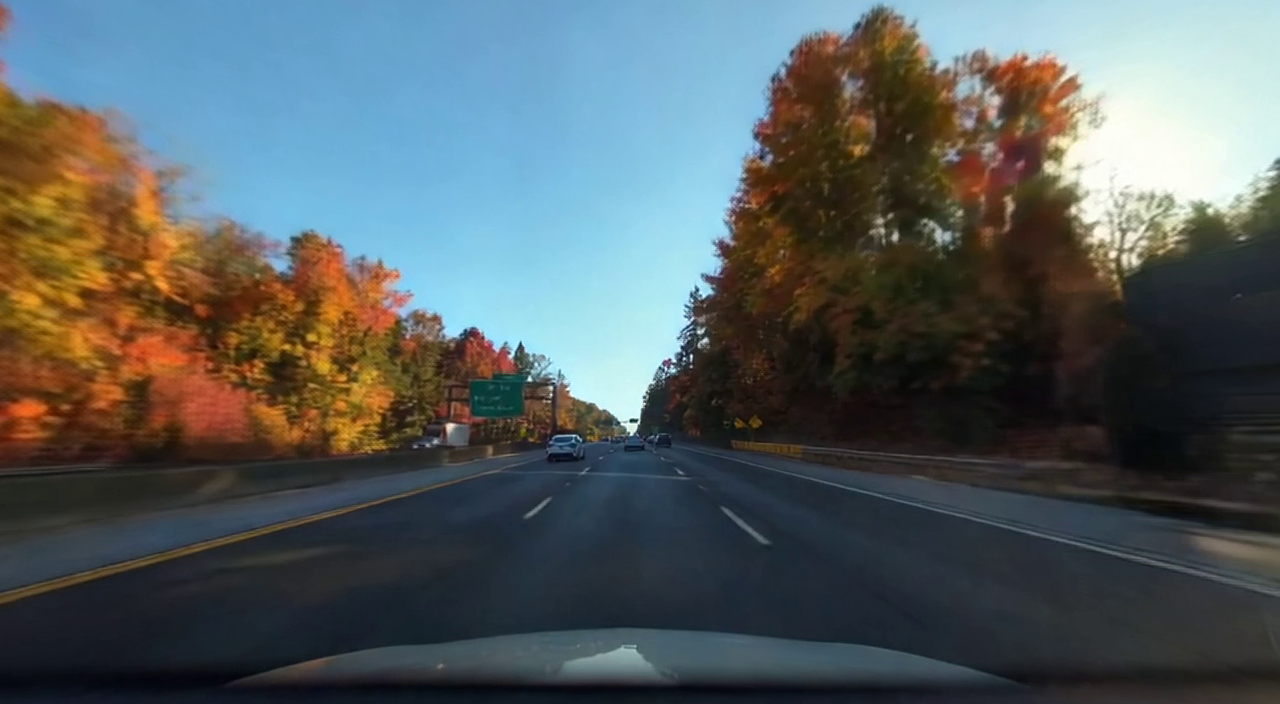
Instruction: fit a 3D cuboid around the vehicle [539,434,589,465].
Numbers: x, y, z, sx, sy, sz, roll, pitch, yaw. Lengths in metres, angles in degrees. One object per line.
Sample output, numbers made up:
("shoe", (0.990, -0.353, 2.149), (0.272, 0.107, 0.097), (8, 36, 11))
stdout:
("vehicle", (-3.912, 5.095, 33.187), (2.103, 1.507, 4.367), (0, -8, 0))
